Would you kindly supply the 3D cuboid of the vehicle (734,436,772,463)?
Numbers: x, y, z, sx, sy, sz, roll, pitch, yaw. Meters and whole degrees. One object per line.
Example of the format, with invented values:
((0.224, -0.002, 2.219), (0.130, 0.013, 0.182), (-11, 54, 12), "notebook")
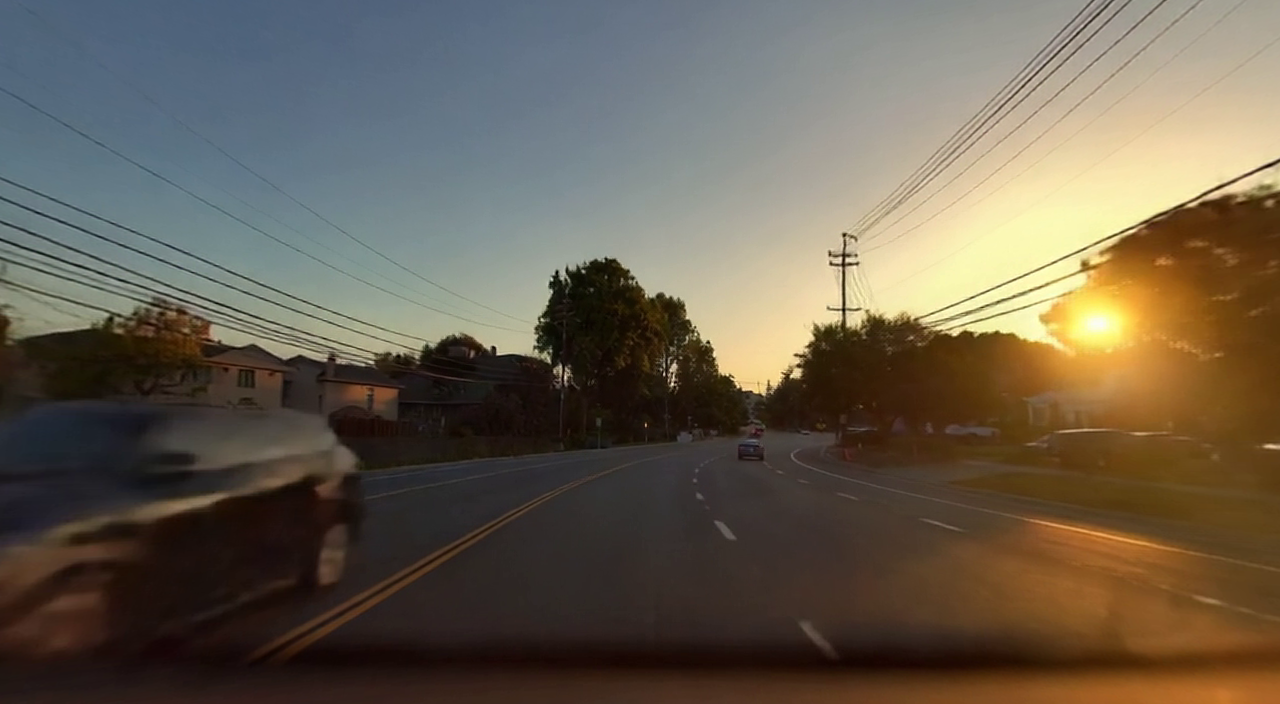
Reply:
((6.606, 5.712, 36.868), (1.982, 1.451, 4.152), (-2, -9, 10), "vehicle")

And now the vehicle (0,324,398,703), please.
((-3.769, 1.038, 4.326), (2.191, 1.771, 4.981), (-1, -9, 1), "vehicle")
